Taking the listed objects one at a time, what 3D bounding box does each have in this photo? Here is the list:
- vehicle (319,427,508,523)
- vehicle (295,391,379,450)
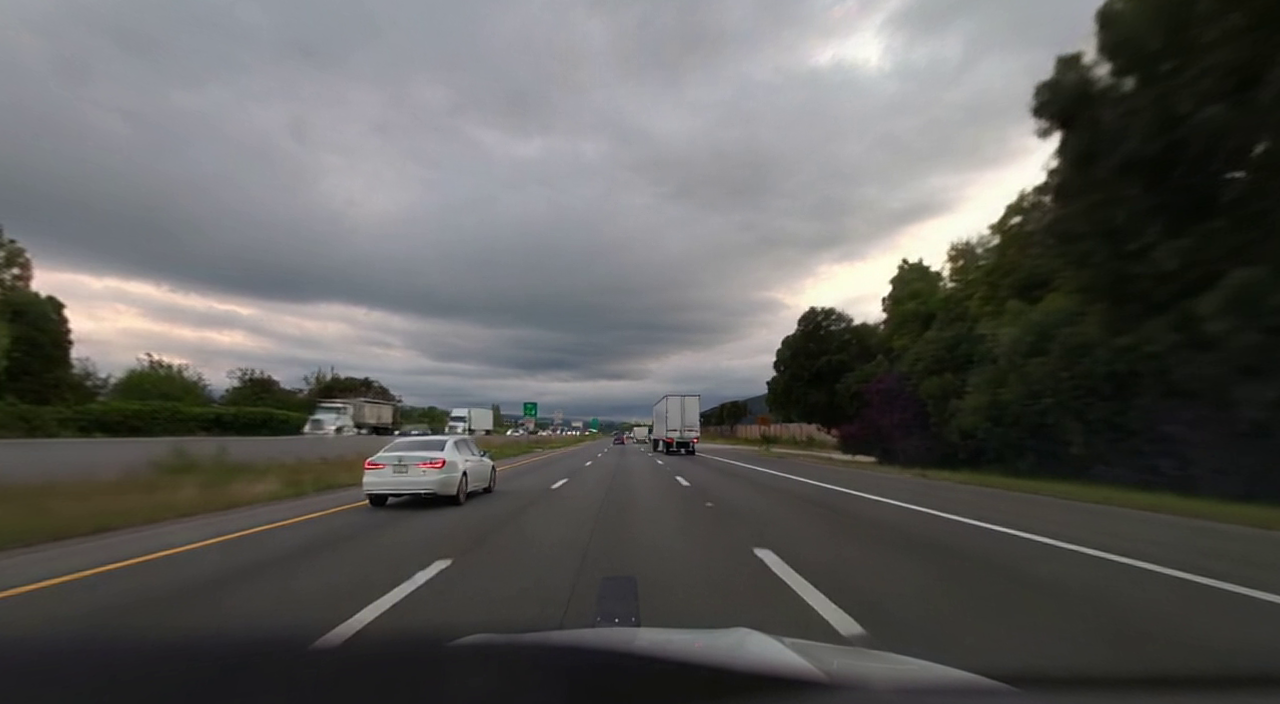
[{"bbox_3d":[-3.906,2.168,11.826,1.971,1.444,4.401,0,-8,-1],"label":"vehicle"},{"bbox_3d":[-20.498,4.741,43.002,2.925,3.762,5.701,0,-7,-1],"label":"vehicle"}]
